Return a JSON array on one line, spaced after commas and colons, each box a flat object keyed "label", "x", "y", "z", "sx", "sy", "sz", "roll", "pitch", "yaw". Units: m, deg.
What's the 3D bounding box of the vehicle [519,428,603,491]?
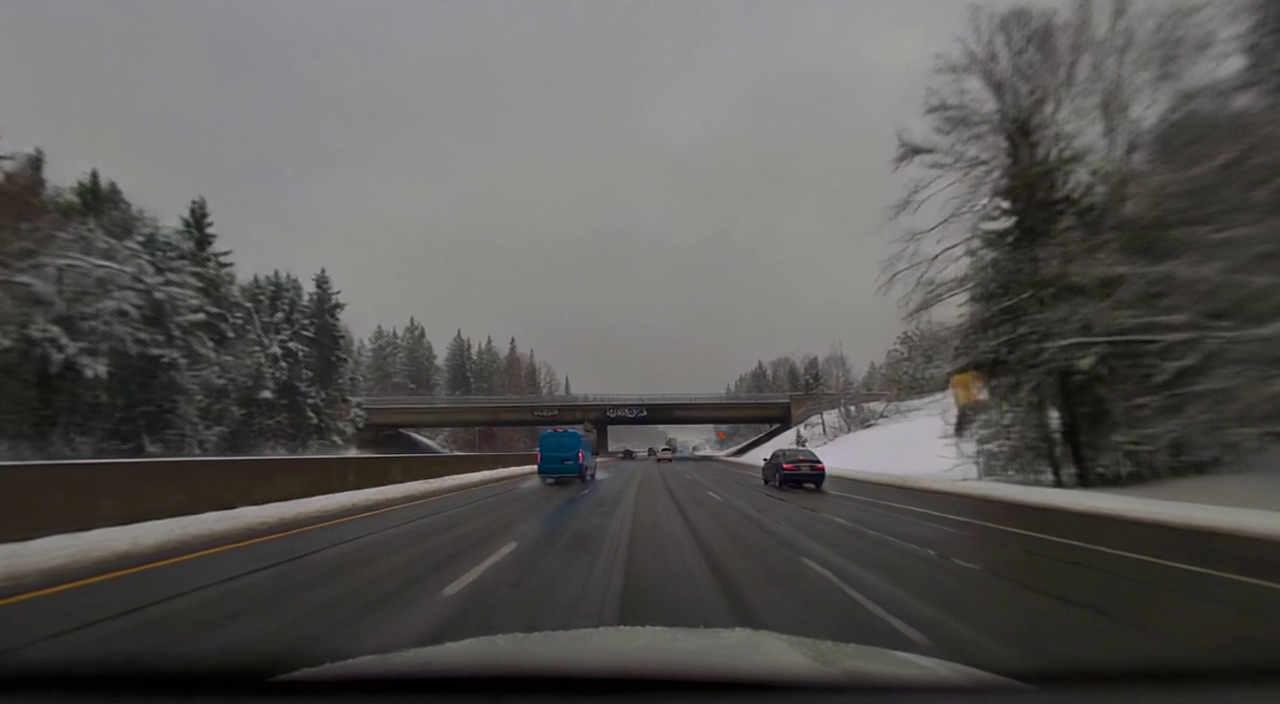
[{"label": "vehicle", "x": -2.708, "y": 3.876, "z": 23.039, "sx": 2.310, "sy": 2.030, "sz": 5.094, "roll": 0, "pitch": -9, "yaw": 1}]

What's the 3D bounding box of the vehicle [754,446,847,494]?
[{"label": "vehicle", "x": 5.487, "y": 4.053, "z": 22.195, "sx": 1.972, "sy": 1.492, "sz": 4.623, "roll": 0, "pitch": -9, "yaw": -1}]
